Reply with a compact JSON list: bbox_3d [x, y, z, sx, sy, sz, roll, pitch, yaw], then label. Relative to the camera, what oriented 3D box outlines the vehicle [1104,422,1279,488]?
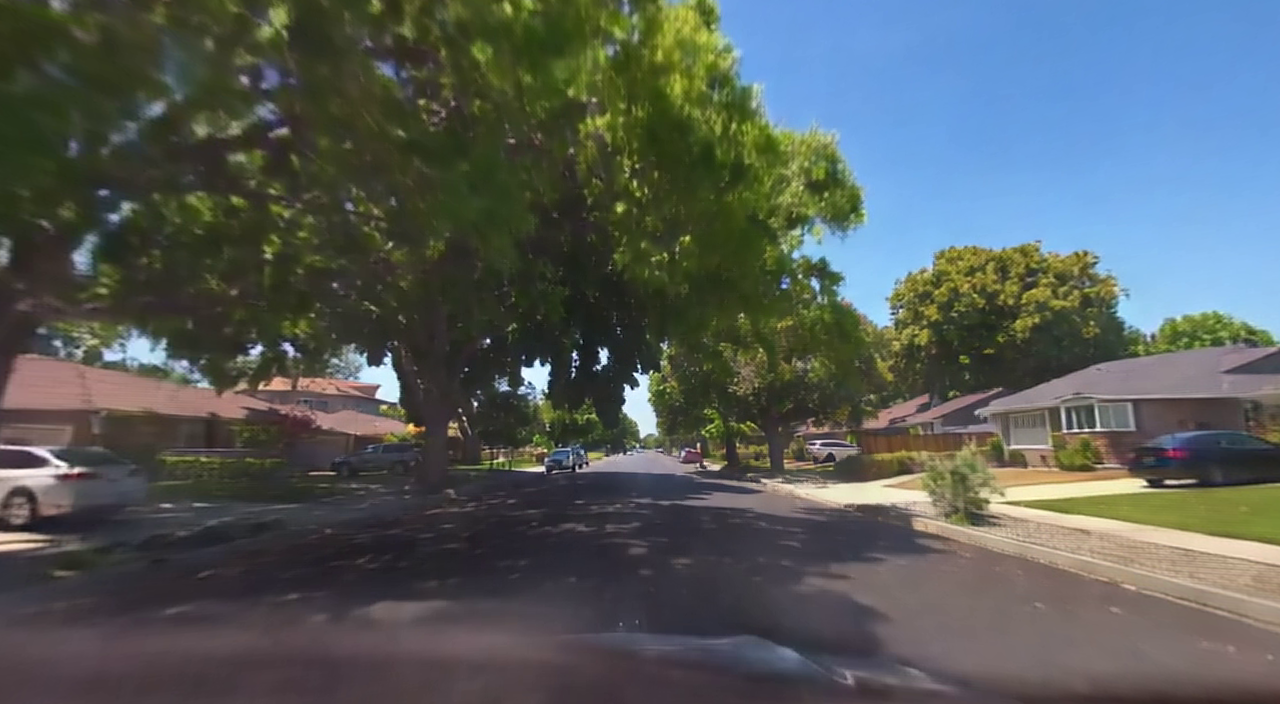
[{"bbox_3d":[14.850,2.646,16.325,4.553,1.526,2.000,2,-9,-16],"label":"vehicle"}]

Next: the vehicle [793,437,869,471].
[{"bbox_3d":[10.490,5.606,34.732,3.647,1.784,1.650,-1,-8,2],"label":"vehicle"}]

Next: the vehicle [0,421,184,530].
[{"bbox_3d":[-11.375,2.301,11.712,4.373,1.747,2.029,-3,-9,7],"label":"vehicle"}]

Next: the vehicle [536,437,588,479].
[{"bbox_3d":[-4.927,6.737,40.445,2.482,2.054,5.323,1,-3,2],"label":"vehicle"}]

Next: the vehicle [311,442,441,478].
[{"bbox_3d":[-11.961,4.917,28.735,4.977,1.558,2.079,0,-9,1],"label":"vehicle"}]
